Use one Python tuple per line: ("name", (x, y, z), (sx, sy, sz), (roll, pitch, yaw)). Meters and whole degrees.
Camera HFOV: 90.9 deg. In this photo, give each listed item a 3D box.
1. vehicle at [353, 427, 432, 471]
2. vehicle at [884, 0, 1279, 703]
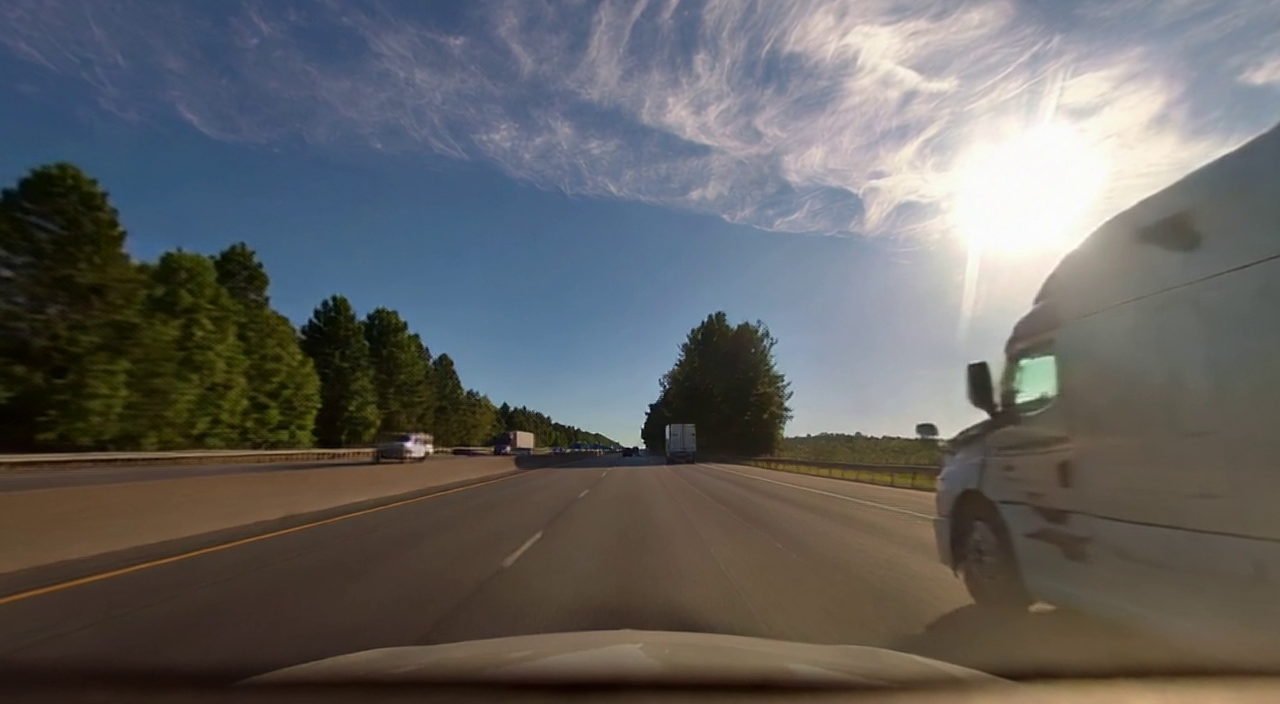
("vehicle", (-15.649, 6.231, 40.343), (2.421, 2.540, 6.190), (0, -9, 1))
("vehicle", (4.007, -0.109, 3.158), (3.034, 3.898, 5.902), (0, -9, 0))
